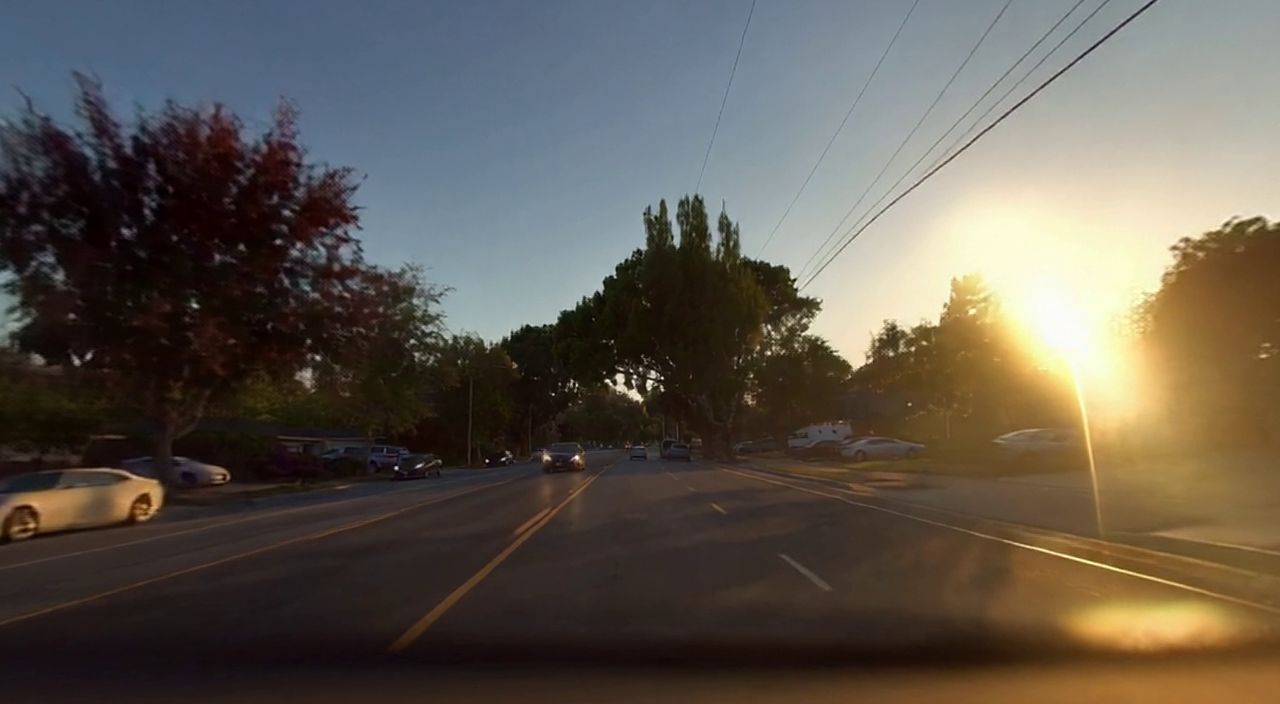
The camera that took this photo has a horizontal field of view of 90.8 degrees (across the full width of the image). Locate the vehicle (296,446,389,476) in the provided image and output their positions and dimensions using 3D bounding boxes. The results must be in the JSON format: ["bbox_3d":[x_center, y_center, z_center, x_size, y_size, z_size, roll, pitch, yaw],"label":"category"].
[{"bbox_3d":[-18.966,6.926,40.432,4.837,1.808,2.176,0,-8,-1],"label":"vehicle"}]

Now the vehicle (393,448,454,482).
[{"bbox_3d":[-12.017,6.276,35.370,1.822,1.699,4.791,0,-8,-1],"label":"vehicle"}]

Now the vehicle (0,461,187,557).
[{"bbox_3d":[-11.429,2.936,12.423,1.851,1.459,4.295,0,-8,0],"label":"vehicle"}]

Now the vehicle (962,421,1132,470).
[{"bbox_3d":[13.008,3.012,20.383,4.237,1.476,1.743,0,-8,1],"label":"vehicle"}]

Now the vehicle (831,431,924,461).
[{"bbox_3d":[12.478,4.965,33.404,4.183,1.516,1.884,-1,-8,3],"label":"vehicle"}]

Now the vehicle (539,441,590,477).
[{"bbox_3d":[-3.796,5.457,32.498,2.076,1.688,4.284,0,-8,0],"label":"vehicle"}]

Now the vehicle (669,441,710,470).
[{"bbox_3d":[2.889,6.120,37.540,1.983,1.557,4.078,0,-8,-2],"label":"vehicle"}]
